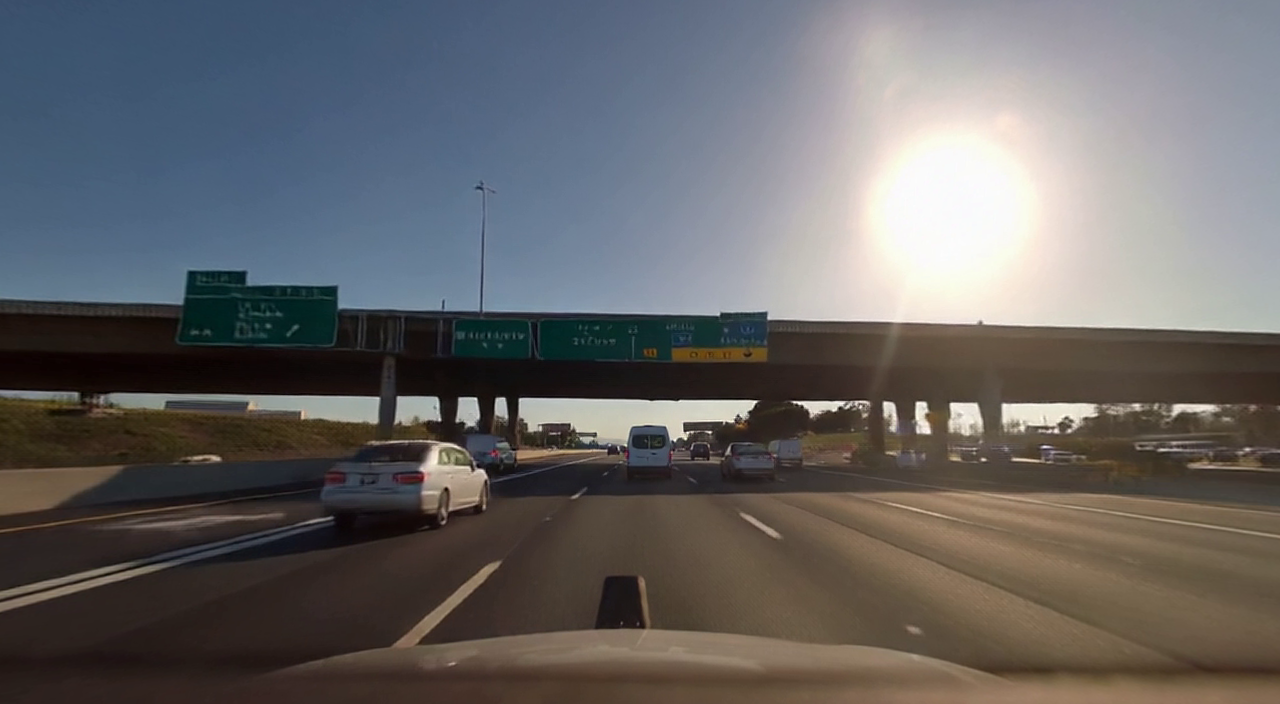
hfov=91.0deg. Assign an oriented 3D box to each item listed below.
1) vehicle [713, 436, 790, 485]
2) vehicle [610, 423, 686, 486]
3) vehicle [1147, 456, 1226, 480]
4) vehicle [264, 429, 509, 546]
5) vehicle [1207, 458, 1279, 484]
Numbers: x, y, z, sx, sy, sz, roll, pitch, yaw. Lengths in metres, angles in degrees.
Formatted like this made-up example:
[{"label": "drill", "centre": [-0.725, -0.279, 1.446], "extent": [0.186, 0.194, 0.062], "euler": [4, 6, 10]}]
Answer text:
[{"label": "vehicle", "centre": [4.127, 4.120, 24.144], "extent": [2.146, 1.678, 4.489], "euler": [0, -9, 0]}, {"label": "vehicle", "centre": [0.248, 3.736, 23.169], "extent": [2.509, 2.062, 4.639], "euler": [0, -9, 0]}, {"label": "vehicle", "centre": [37.936, 8.067, 43.745], "extent": [3.659, 1.460, 1.731], "euler": [-3, -8, 6]}, {"label": "vehicle", "centre": [-3.890, 2.173, 10.856], "extent": [2.173, 1.542, 4.781], "euler": [0, -9, 1]}, {"label": "vehicle", "centre": [37.424, 7.261, 38.396], "extent": [3.668, 1.460, 1.751], "euler": [-1, -9, 11]}]
